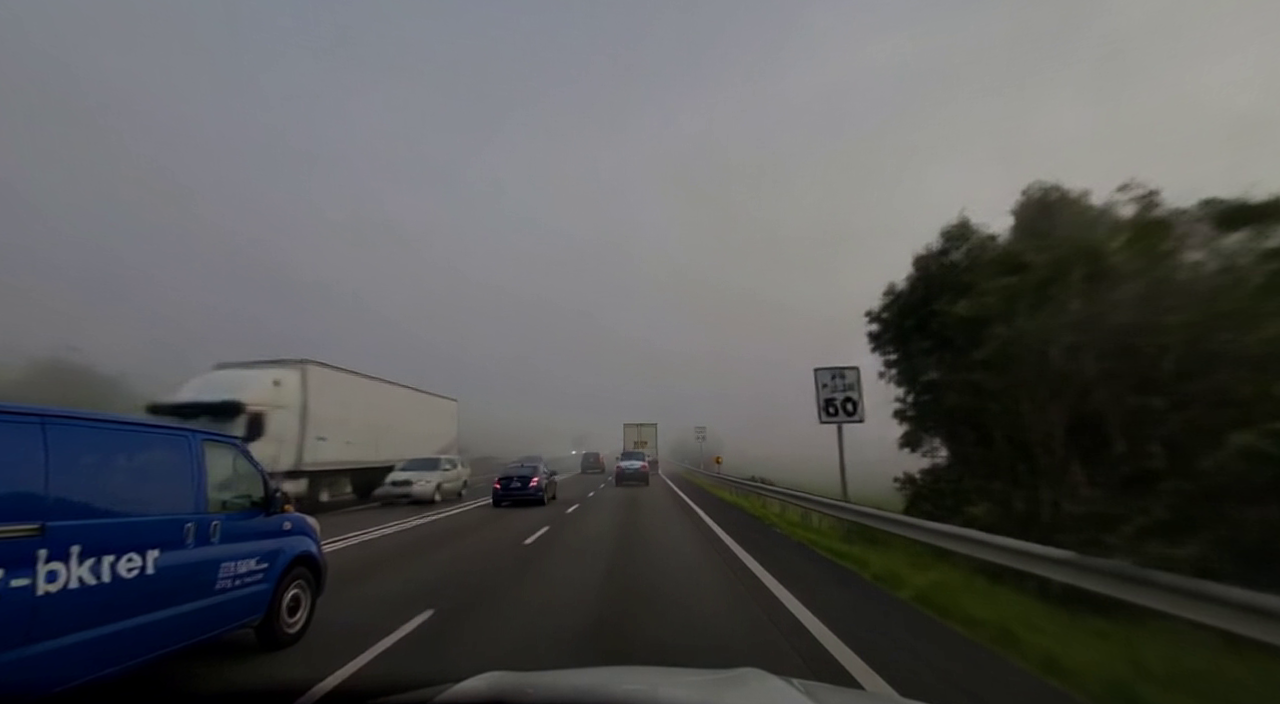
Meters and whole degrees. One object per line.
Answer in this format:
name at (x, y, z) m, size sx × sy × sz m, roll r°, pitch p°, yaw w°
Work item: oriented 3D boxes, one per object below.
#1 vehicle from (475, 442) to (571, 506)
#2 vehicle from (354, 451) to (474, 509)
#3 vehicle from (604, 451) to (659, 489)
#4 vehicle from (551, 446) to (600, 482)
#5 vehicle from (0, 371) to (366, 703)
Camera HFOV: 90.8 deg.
vehicle at (-3.198, 3.427, 18.153) m, size 1.937 × 1.600 × 4.141 m, roll 0°, pitch -9°, yaw 1°
vehicle at (-6.736, 3.834, 19.462) m, size 1.932 × 1.524 × 4.777 m, roll 0°, pitch -9°, yaw 0°
vehicle at (-0.353, 4.781, 25.919) m, size 2.095 × 1.393 × 3.908 m, roll 0°, pitch -9°, yaw -1°
vehicle at (-3.138, 5.574, 31.645) m, size 1.994 × 1.663 × 4.047 m, roll 0°, pitch -9°, yaw 1°
vehicle at (-3.338, 1.023, 2.878) m, size 2.117 × 1.688 × 4.582 m, roll 0°, pitch -9°, yaw 0°
